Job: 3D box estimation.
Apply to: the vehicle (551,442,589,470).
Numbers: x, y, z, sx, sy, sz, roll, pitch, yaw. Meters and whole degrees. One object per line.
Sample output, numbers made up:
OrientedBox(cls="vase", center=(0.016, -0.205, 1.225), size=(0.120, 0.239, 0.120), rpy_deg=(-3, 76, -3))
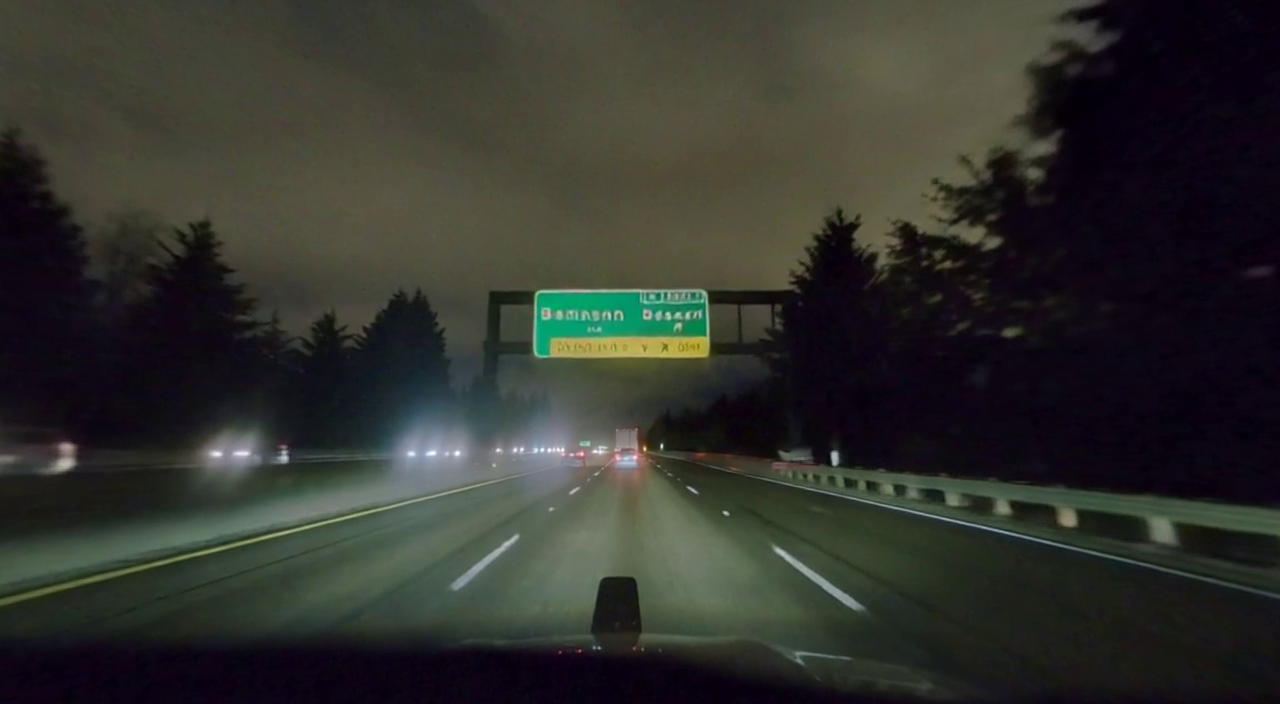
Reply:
OrientedBox(cls="vehicle", center=(-4.497, 6.754, 40.876), size=(2.098, 1.692, 4.038), rpy_deg=(0, -9, -1))

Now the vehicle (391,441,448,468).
OrientedBox(cls="vehicle", center=(-12.946, 6.024, 37.024), size=(1.831, 1.460, 4.414), rpy_deg=(0, -9, -1))

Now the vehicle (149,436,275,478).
OrientedBox(cls="vehicle", center=(-17.050, 4.225, 25.328), size=(1.843, 1.510, 4.698), rpy_deg=(0, -9, -1))
